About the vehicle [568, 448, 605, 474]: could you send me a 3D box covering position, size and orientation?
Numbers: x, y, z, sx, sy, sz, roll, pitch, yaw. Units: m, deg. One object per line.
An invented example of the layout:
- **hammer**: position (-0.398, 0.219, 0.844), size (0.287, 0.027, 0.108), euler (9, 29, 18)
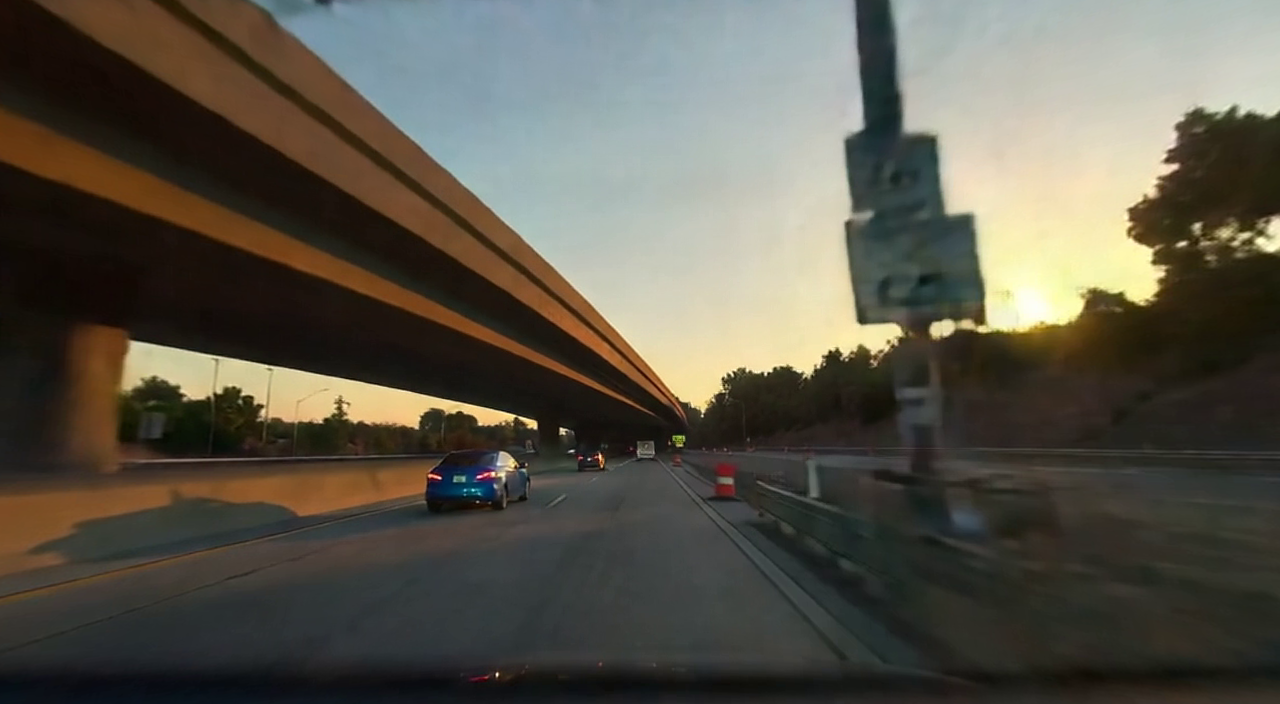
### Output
- **vehicle**: position (-3.277, 6.778, 39.354), size (1.965, 1.459, 4.145), euler (0, -9, 0)

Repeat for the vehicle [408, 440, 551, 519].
- **vehicle**: position (-3.454, 2.848, 14.643), size (2.012, 1.510, 4.672), euler (0, -9, 1)
